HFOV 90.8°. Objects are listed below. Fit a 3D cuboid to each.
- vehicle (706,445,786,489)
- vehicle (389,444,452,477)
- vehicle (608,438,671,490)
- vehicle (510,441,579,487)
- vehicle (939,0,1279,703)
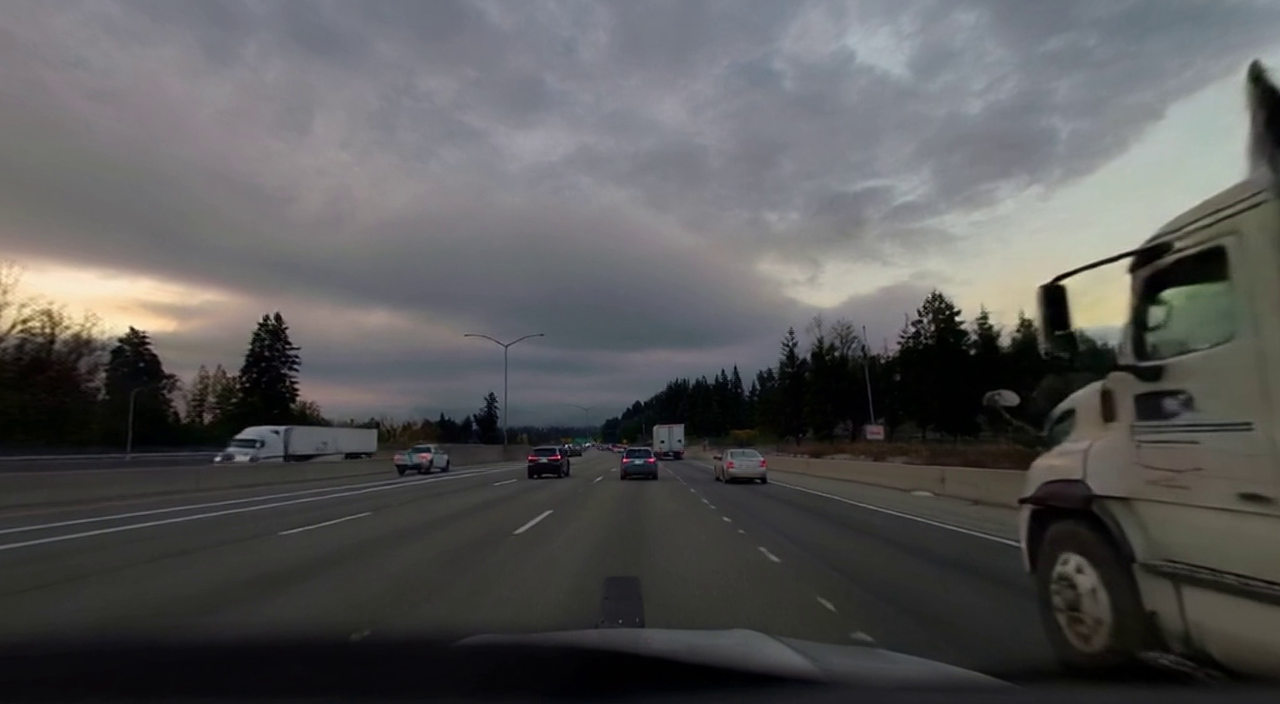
[{"bbox_3d":[3.886,4.309,24.081,2.146,1.482,4.665,0,-9,-1],"label":"vehicle"},{"bbox_3d":[-12.718,6.288,36.841,1.946,1.773,4.446,0,-9,2],"label":"vehicle"},{"bbox_3d":[-0.001,4.103,23.403,2.103,1.717,4.399,0,-9,0],"label":"vehicle"},{"bbox_3d":[-3.765,4.520,25.838,1.988,1.696,4.754,0,-9,1],"label":"vehicle"},{"bbox_3d":[3.766,-0.325,0.177,2.836,3.508,8.723,0,-9,-1],"label":"vehicle"}]
